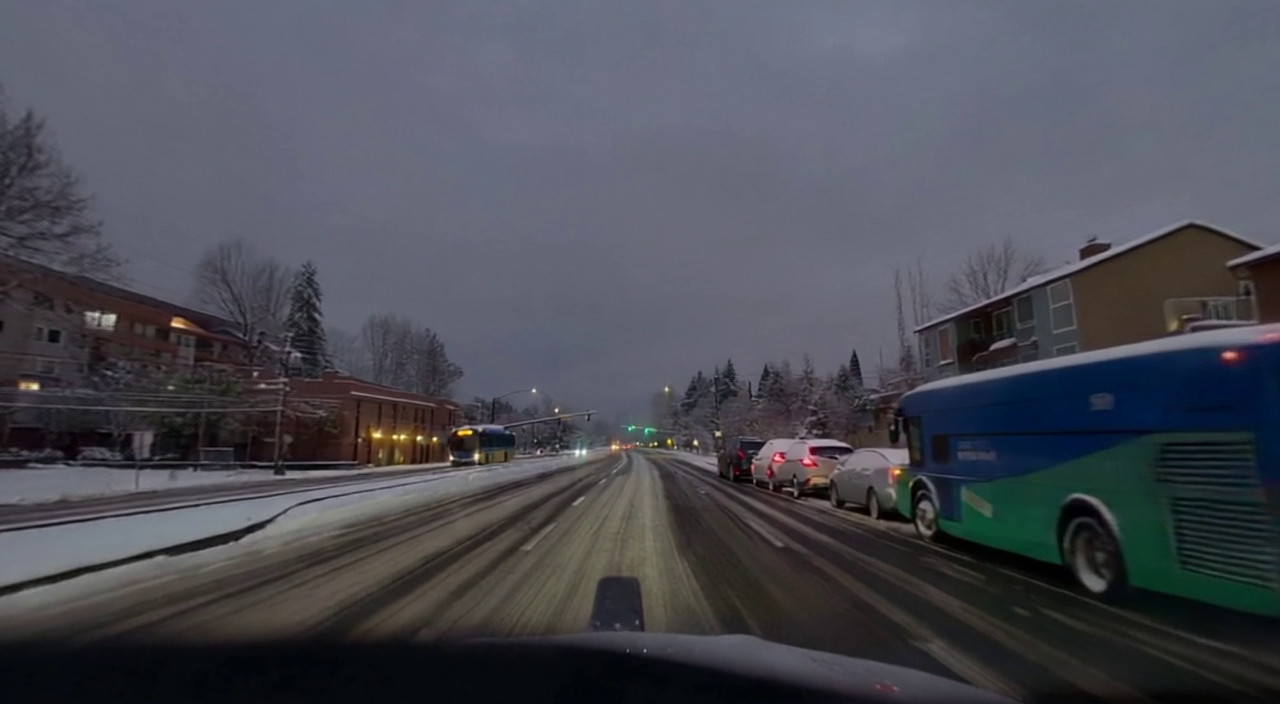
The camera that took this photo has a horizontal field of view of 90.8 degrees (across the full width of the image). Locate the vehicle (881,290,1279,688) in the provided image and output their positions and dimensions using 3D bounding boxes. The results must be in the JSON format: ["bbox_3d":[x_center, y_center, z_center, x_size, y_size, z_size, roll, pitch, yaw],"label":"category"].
[{"bbox_3d":[4.646,1.104,5.927,2.351,2.125,6.230,0,-8,0],"label":"vehicle"}]

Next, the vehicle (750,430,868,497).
[{"bbox_3d":[4.655,3.145,18.245,2.028,1.660,4.705,0,-8,-1],"label":"vehicle"}]
